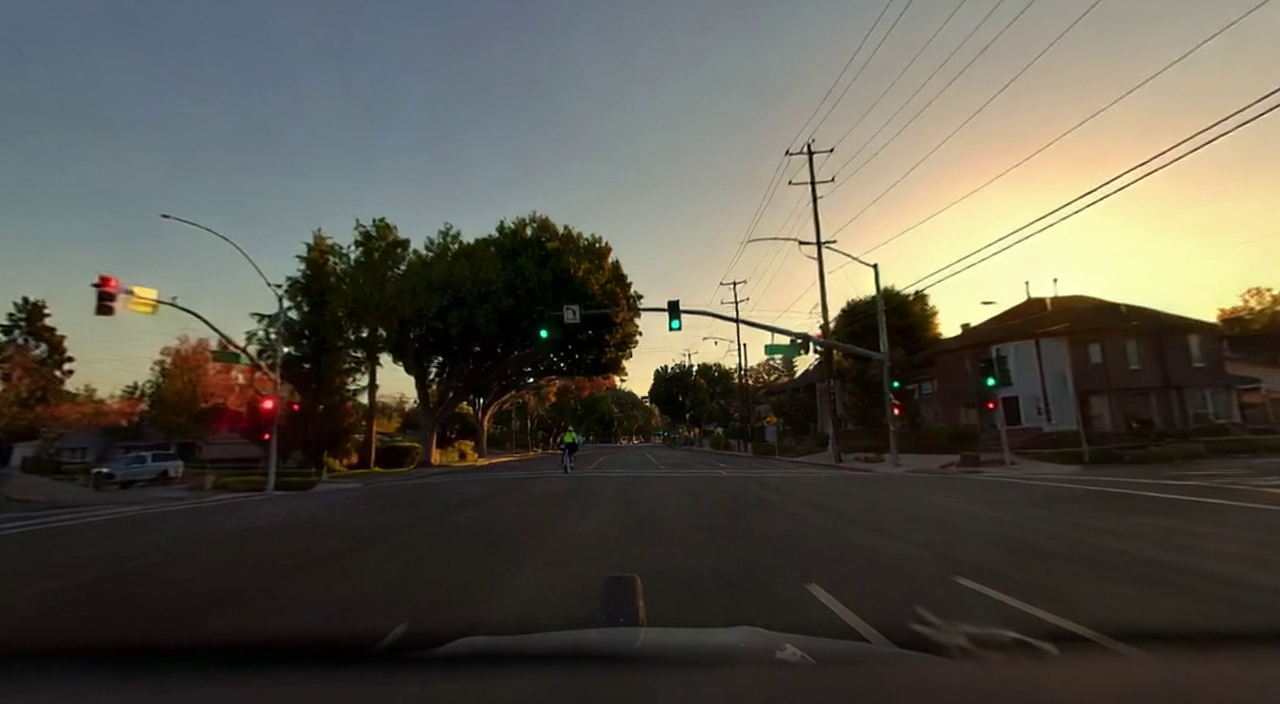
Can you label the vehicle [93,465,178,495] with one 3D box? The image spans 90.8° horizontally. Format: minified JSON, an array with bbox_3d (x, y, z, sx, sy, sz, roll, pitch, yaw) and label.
[{"bbox_3d":[-28.926,7.302,36.392,1.974,1.457,4.248,1,-9,-11],"label":"vehicle"}]
